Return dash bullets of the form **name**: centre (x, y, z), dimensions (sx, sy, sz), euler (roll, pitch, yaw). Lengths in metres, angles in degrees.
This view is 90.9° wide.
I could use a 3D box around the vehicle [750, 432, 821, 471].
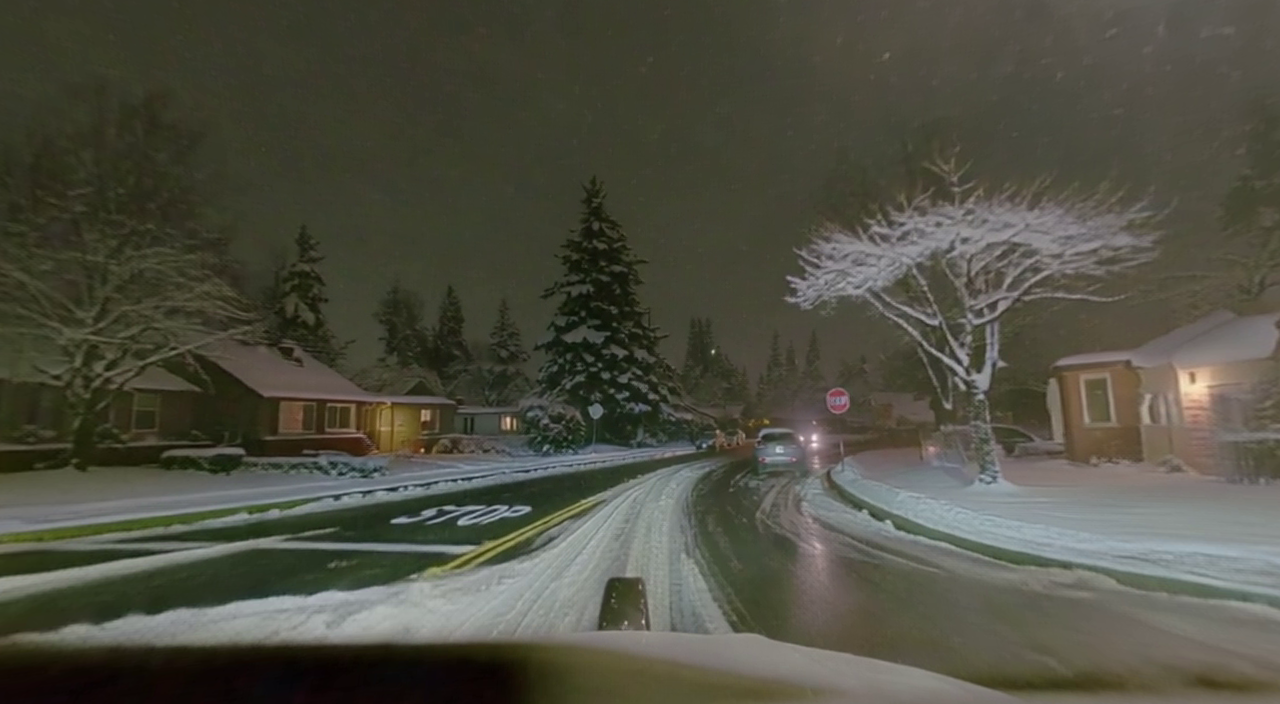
- **vehicle**: centre (6.976, 4.663, 29.846), dimensions (2.692, 1.649, 4.689), euler (-3, -8, 20)
